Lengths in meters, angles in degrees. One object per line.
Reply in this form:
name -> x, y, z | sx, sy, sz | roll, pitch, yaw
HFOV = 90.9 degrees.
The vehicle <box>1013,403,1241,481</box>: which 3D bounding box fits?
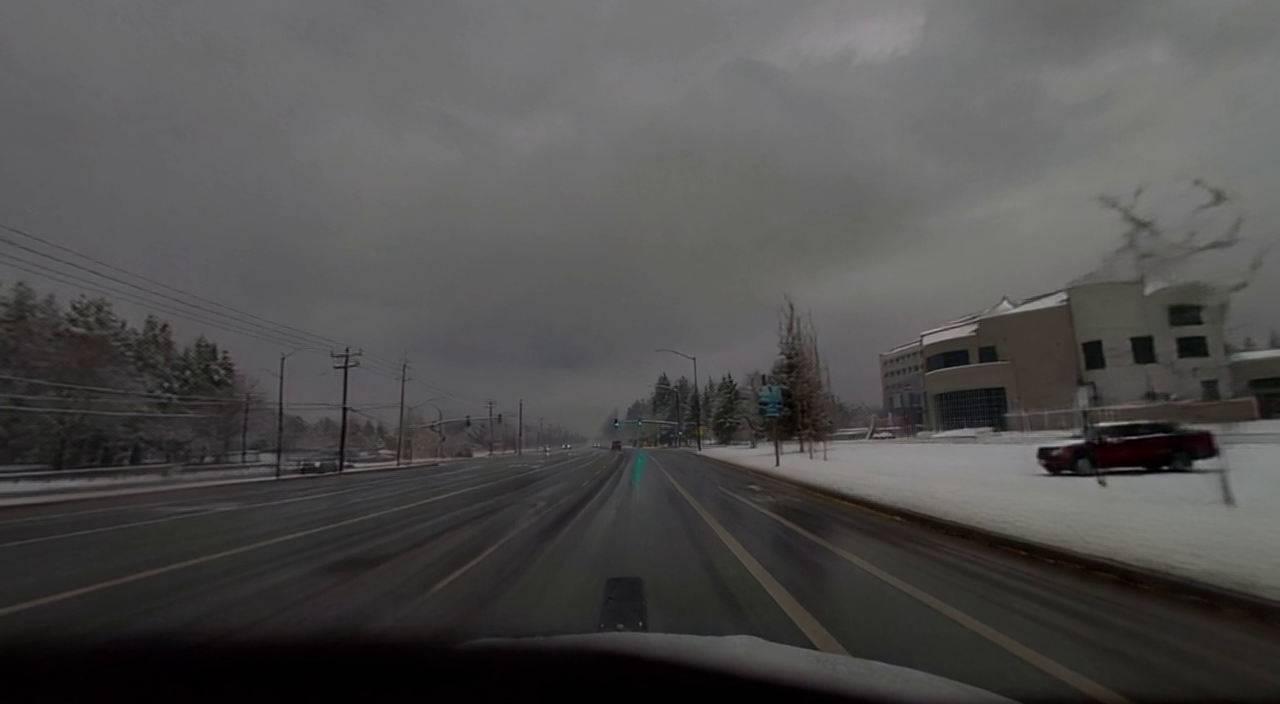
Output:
vehicle -> 13.907, 2.602, 18.290 | 4.702, 1.853, 2.069 | -4, -8, 2
